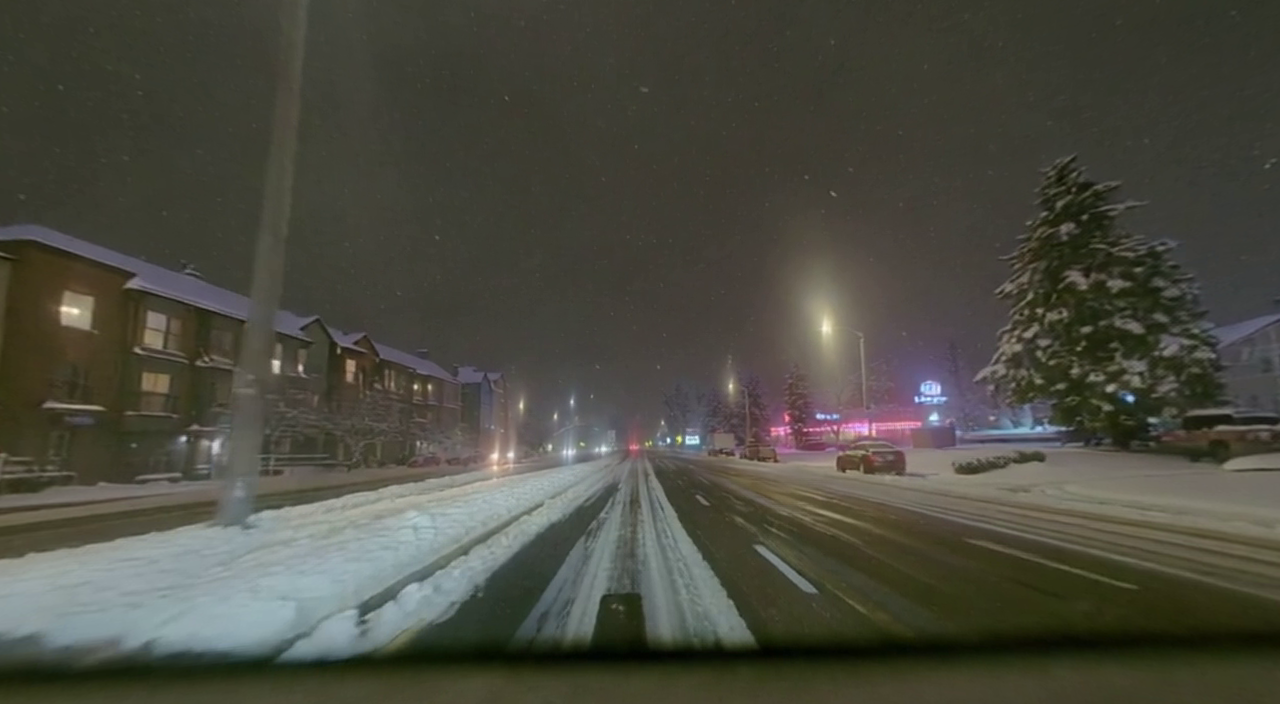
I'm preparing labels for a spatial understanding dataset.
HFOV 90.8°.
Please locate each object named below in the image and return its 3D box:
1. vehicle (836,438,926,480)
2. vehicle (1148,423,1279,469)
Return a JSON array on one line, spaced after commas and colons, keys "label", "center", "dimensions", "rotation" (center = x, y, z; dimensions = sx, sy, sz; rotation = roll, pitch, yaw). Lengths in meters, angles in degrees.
[{"label": "vehicle", "center": [10.590, 4.698, 28.168], "dimensions": [2.078, 1.688, 4.557], "rotation": [1, -8, -1]}, {"label": "vehicle", "center": [20.746, 3.302, 22.216], "dimensions": [1.760, 1.438, 4.642], "rotation": [1, -8, -3]}]
